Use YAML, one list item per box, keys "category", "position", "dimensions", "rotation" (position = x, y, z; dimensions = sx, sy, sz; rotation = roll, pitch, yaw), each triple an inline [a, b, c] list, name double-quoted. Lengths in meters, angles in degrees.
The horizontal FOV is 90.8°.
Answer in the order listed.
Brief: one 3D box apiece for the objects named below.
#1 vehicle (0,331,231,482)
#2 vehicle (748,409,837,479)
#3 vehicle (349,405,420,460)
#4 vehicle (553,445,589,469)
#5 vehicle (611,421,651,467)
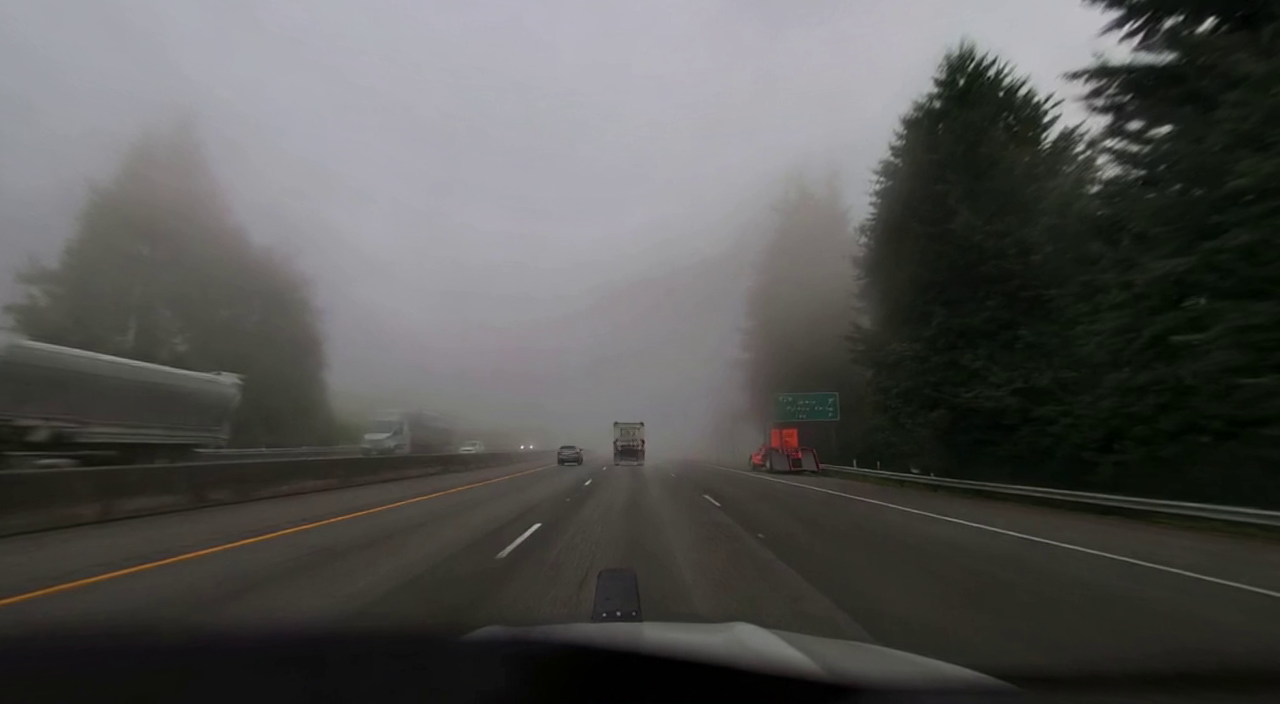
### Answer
- category: "vehicle"
  position: [-19.217, 2.029, 20.786]
  dimensions: [2.881, 4.150, 13.071]
  rotation: [0, -9, -1]
- category: "vehicle"
  position: [6.855, 4.272, 29.215]
  dimensions: [2.419, 2.874, 6.010]
  rotation: [0, -9, -2]
- category: "vehicle"
  position: [-19.324, 6.224, 48.181]
  dimensions: [2.930, 3.933, 5.854]
  rotation: [0, -9, -1]
- category: "vehicle"
  position: [-4.476, 6.886, 41.498]
  dimensions: [1.991, 1.484, 4.110]
  rotation: [0, -9, -1]
- category: "vehicle"
  position: [-0.753, 6.732, 45.843]
  dimensions: [2.672, 3.056, 6.900]
  rotation: [0, -9, -2]
